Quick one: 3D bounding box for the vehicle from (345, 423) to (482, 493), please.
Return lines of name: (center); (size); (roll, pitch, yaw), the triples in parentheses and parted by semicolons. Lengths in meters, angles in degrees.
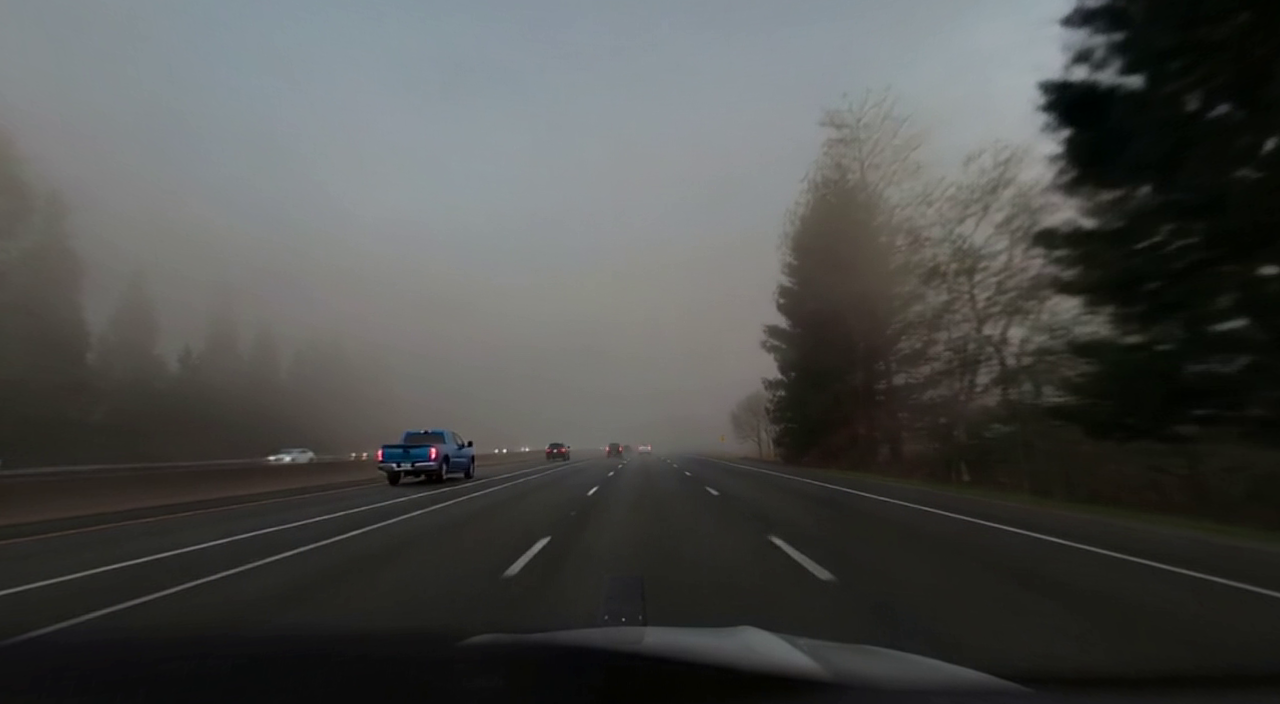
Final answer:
vehicle: (-7.015, 3.359, 20.444); (2.156, 1.911, 5.956); (0, -8, 1)
